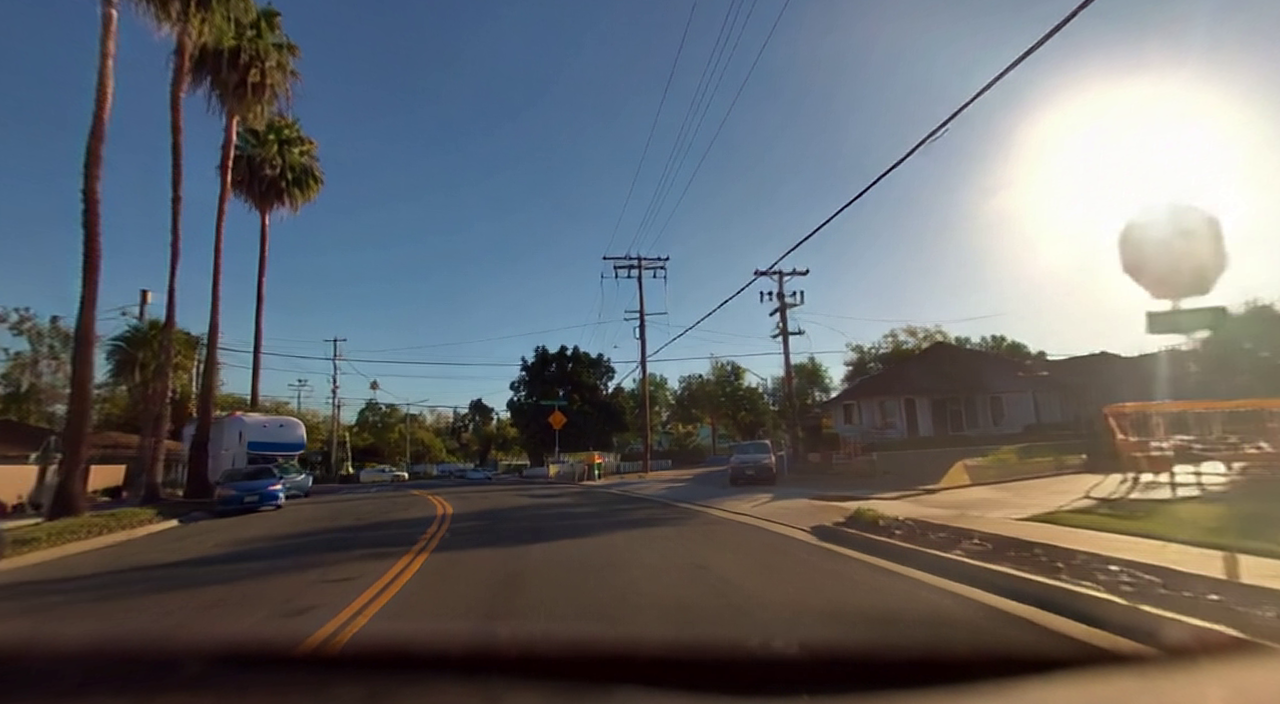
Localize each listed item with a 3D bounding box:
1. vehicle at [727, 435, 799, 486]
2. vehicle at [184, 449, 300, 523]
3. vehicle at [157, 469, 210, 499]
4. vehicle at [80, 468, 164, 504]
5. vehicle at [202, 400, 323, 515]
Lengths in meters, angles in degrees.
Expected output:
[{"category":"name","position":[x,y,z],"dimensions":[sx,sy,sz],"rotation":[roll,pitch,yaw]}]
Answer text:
[{"category":"vehicle","position":[5.240,4.650,27.754],"dimensions":[2.508,1.887,5.930],"rotation":[-1,-7,6]},{"category":"vehicle","position":[-11.044,3.640,17.908],"dimensions":[2.103,1.599,4.865],"rotation":[3,-8,-25]},{"category":"vehicle","position":[-28.352,8.136,39.169],"dimensions":[2.025,1.504,4.164],"rotation":[6,-10,-43]},{"category":"vehicle","position":[-35.444,9.092,43.200],"dimensions":[5.757,2.044,2.213],"rotation":[-4,-8,27]},{"category":"vehicle","position":[-16.041,4.147,26.267],"dimensions":[3.216,3.720,11.364],"rotation":[4,-9,-35]}]
